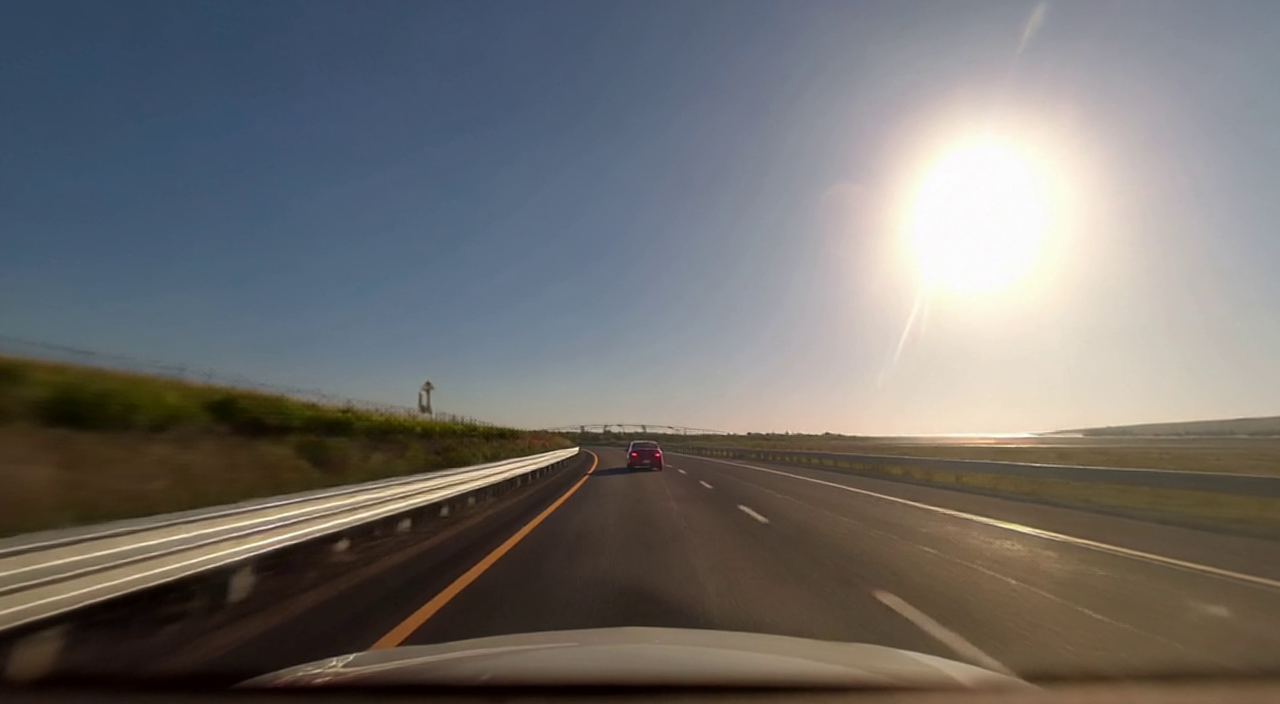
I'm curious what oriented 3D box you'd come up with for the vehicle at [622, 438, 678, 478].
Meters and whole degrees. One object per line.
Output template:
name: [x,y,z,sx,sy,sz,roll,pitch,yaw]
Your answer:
vehicle: [0.327,4.383,26.351,2.029,1.474,4.183,0,-9,-4]
